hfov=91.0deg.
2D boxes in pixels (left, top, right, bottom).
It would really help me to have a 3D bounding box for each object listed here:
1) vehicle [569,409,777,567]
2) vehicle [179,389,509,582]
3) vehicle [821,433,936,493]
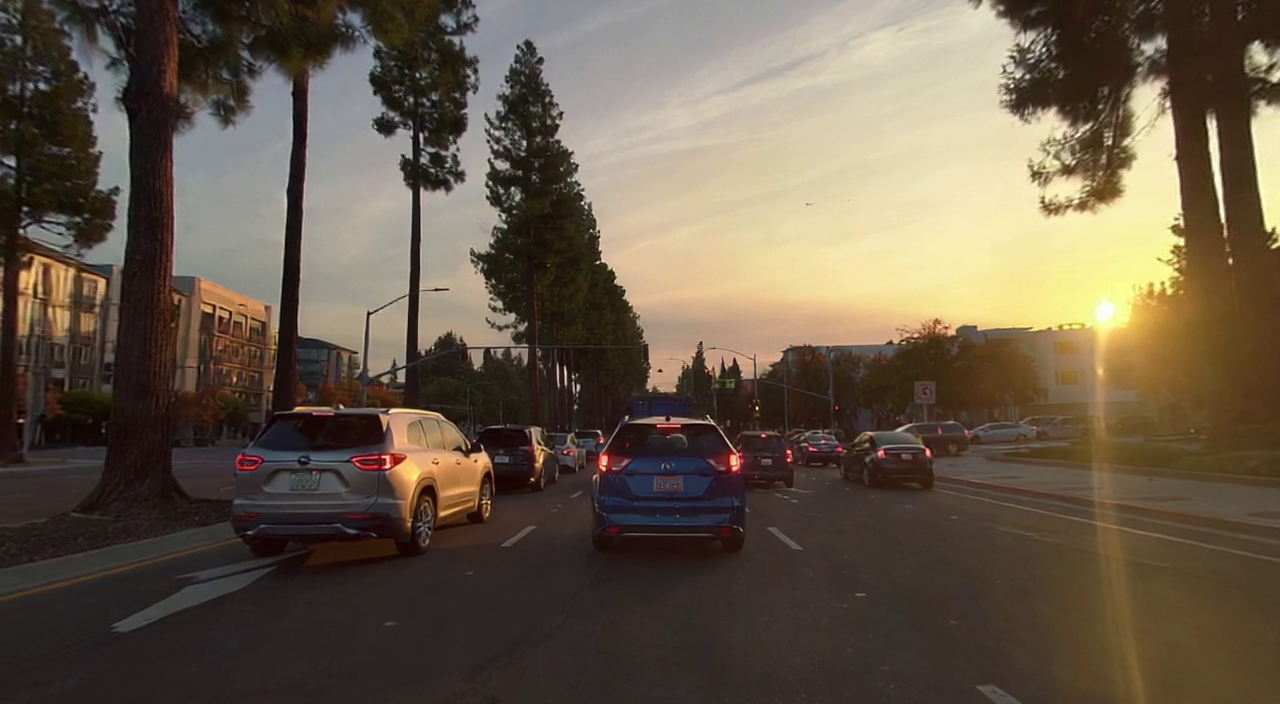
[{"bbox_3d":[0.371,1.746,8.791,2.189,1.649,4.171,0,-8,1],"label":"vehicle"},{"bbox_3d":[-3.257,1.579,8.191,2.085,1.812,4.388,0,-8,1],"label":"vehicle"},{"bbox_3d":[6.998,3.291,19.011,2.067,1.599,4.251,-1,-8,4],"label":"vehicle"}]
